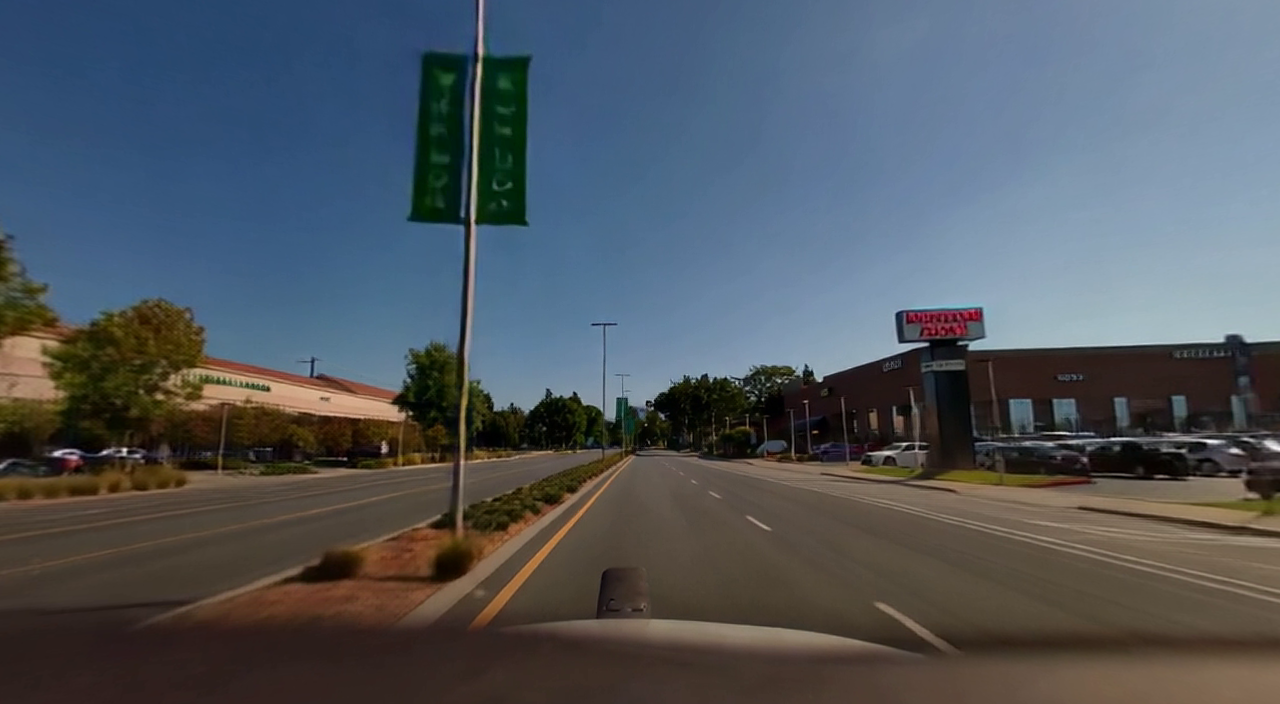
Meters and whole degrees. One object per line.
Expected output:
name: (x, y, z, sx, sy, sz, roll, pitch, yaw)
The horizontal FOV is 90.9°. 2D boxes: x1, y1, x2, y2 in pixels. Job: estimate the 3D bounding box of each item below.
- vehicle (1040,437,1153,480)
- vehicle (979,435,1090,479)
vehicle: (19.521, 4.523, 27.205, 1.859, 1.643, 4.091, -1, -7, 1)
vehicle: (17.001, 4.509, 27.459, 1.882, 1.699, 4.367, -1, -8, -1)
